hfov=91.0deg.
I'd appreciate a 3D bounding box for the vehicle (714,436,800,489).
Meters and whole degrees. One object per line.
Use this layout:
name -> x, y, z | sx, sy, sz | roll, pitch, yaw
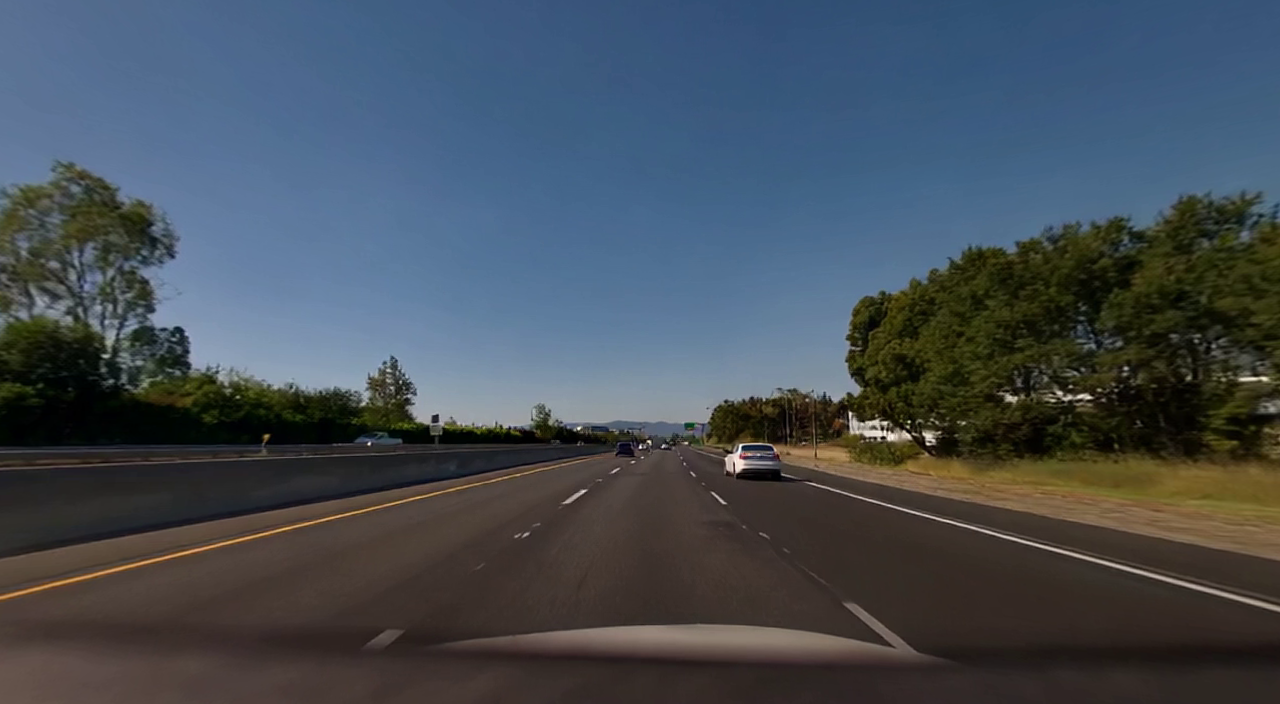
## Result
vehicle -> 3.880, 3.773, 21.767 | 2.085, 1.594, 4.848 | 0, -9, 0
